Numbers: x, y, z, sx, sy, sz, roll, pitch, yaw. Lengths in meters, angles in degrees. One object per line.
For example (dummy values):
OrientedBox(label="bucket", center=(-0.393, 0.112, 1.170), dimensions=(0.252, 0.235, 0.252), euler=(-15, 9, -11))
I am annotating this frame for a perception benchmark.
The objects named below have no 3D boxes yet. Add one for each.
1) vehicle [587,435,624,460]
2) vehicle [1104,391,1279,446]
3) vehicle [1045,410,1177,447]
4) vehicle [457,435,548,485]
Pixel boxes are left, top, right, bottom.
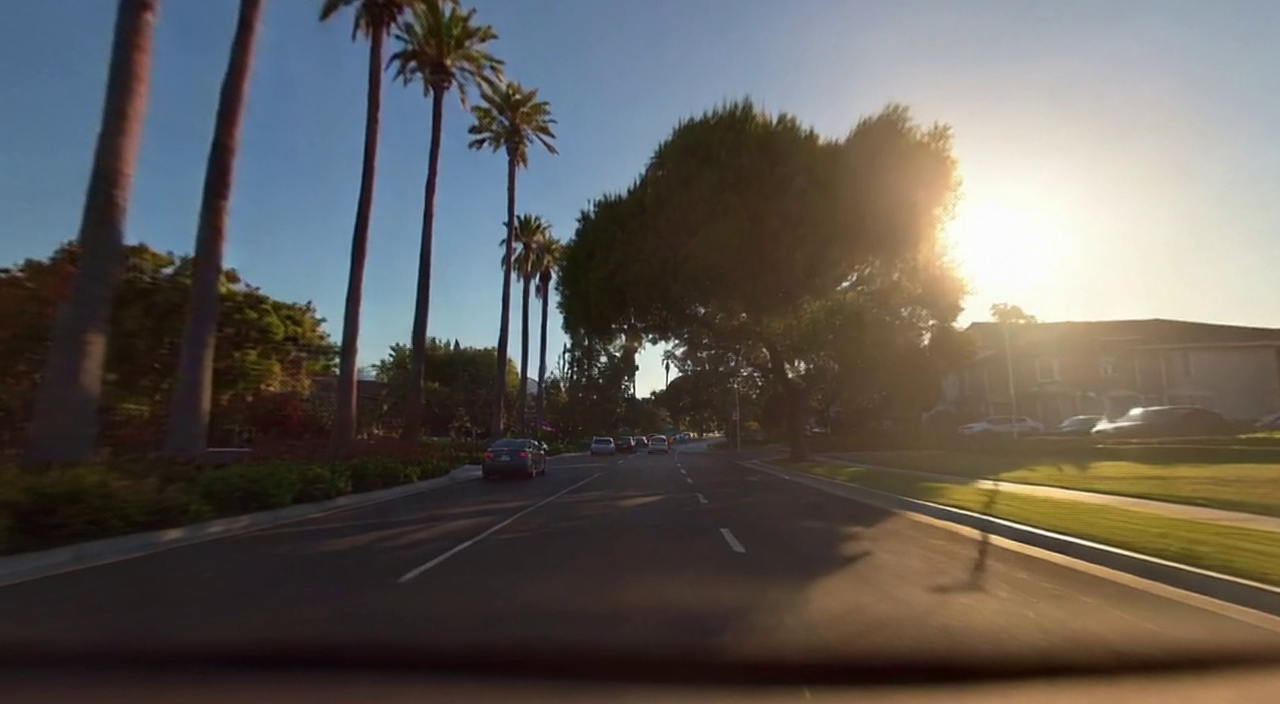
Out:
OrientedBox(label="vehicle", center=(-2.538, 7.247, 47.698), dimensions=(2.188, 1.819, 4.667), euler=(-1, -8, 4))
OrientedBox(label="vehicle", center=(21.211, 2.593, 24.056), dimensions=(5.294, 1.978, 2.201), euler=(1, -8, -7))
OrientedBox(label="vehicle", center=(21.555, 3.531, 28.876), dimensions=(4.366, 1.617, 2.096), euler=(0, -8, 0))
OrientedBox(label="vehicle", center=(-4.411, 3.550, 20.952), dimensions=(2.036, 1.478, 4.508), euler=(0, -8, 0))
